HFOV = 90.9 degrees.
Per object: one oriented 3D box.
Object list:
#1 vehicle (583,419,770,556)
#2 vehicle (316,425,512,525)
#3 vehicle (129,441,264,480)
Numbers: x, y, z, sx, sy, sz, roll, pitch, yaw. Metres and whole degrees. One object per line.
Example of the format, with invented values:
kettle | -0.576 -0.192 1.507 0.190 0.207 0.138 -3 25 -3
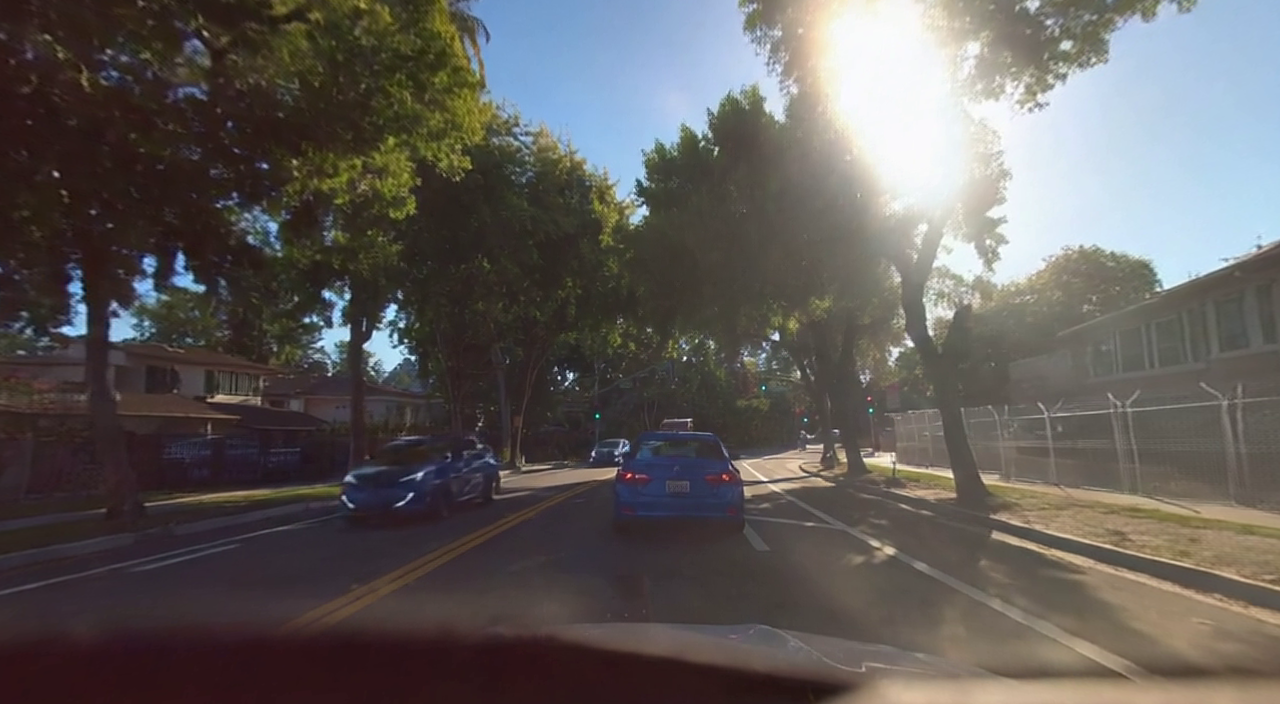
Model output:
vehicle | 0.449 1.803 9.068 2.070 1.516 3.936 0 -8 1
vehicle | -4.385 2.455 13.217 2.082 1.682 4.623 -1 -8 4
vehicle | -17.847 4.347 25.448 4.069 1.445 2.063 -2 -9 9
